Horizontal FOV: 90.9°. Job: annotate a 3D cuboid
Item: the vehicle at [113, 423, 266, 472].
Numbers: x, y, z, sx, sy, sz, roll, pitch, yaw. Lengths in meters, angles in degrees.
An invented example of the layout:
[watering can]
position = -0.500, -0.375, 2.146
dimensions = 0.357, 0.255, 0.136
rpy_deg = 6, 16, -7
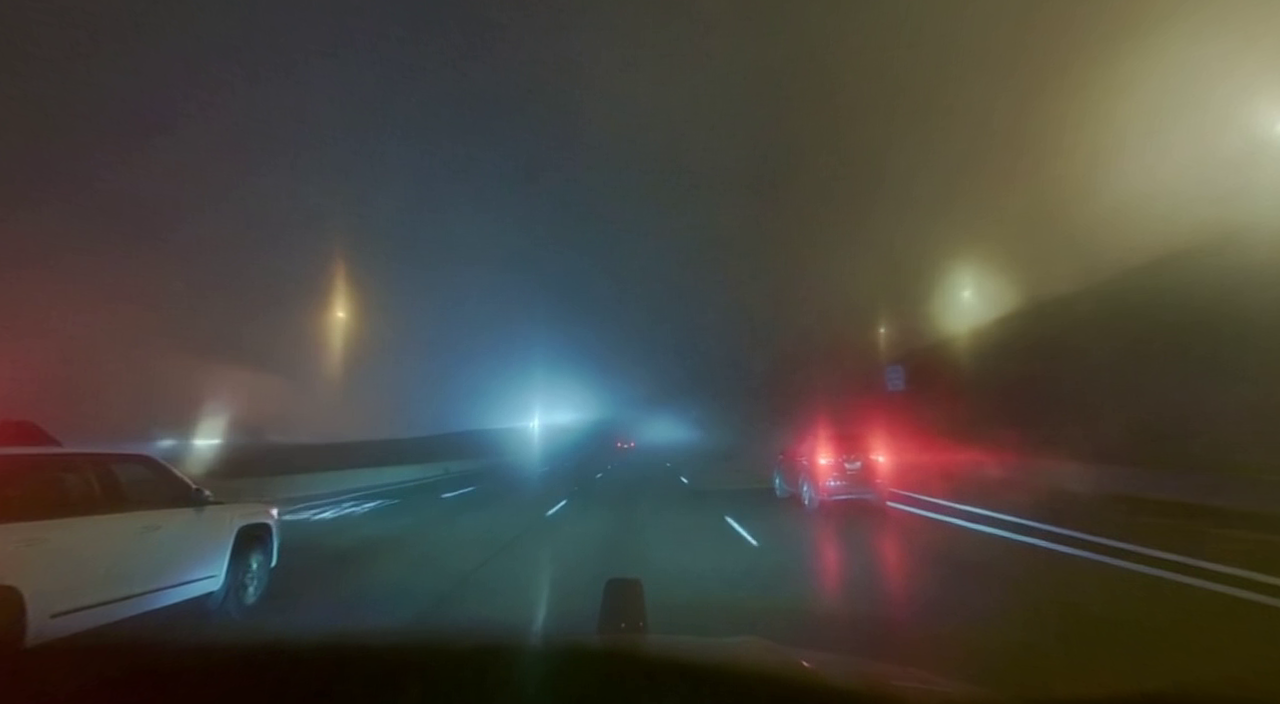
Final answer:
[vehicle]
position = -15.318, 3.298, 21.813
dimensions = 1.924, 1.471, 4.419
rpy_deg = -1, -8, 2
